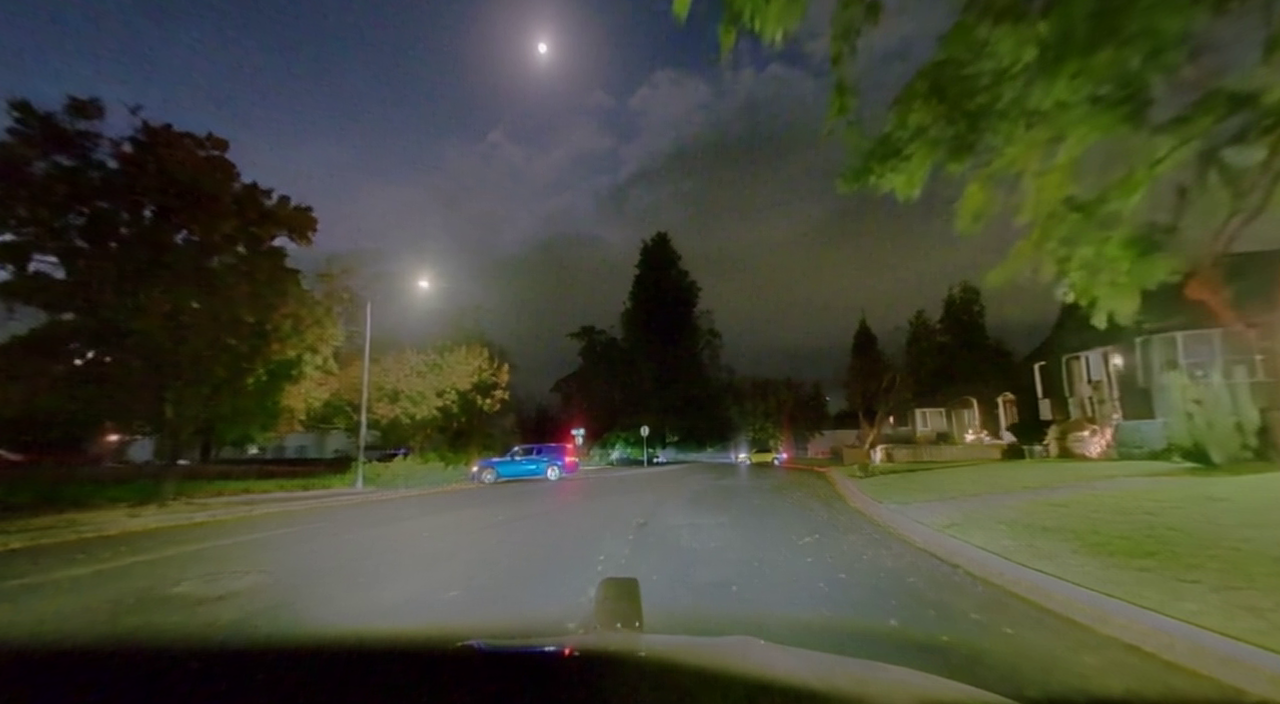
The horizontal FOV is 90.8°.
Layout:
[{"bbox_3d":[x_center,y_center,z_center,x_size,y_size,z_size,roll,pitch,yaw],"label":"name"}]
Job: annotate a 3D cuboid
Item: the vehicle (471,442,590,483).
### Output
[{"bbox_3d":[-4.697,4.788,27.517,4.692,1.660,1.879,-1,-9,9],"label":"vehicle"}]
